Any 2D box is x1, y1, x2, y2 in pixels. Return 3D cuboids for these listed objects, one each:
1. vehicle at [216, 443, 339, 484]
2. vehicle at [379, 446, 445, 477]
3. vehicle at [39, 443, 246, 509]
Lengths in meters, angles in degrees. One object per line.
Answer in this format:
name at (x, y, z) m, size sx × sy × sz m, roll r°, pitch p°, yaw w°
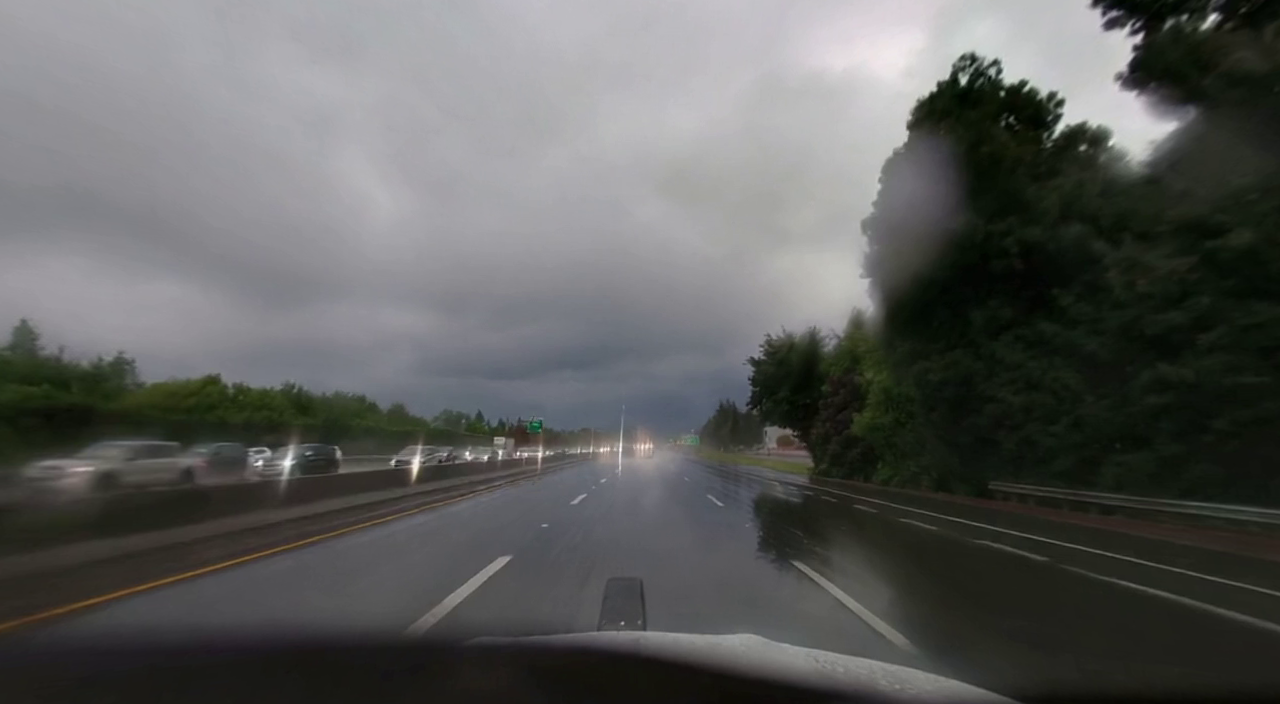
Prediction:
vehicle at (-16.026, 4.944, 28.335) m, size 2.011 × 1.641 × 5.728 m, roll -1°, pitch -9°, yaw 1°
vehicle at (-11.808, 5.687, 32.947) m, size 1.801 × 1.449 × 4.143 m, roll -1°, pitch -9°, yaw 1°
vehicle at (-12.547, 3.137, 16.348) m, size 1.867 × 1.454 × 4.255 m, roll 0°, pitch -9°, yaw 0°
